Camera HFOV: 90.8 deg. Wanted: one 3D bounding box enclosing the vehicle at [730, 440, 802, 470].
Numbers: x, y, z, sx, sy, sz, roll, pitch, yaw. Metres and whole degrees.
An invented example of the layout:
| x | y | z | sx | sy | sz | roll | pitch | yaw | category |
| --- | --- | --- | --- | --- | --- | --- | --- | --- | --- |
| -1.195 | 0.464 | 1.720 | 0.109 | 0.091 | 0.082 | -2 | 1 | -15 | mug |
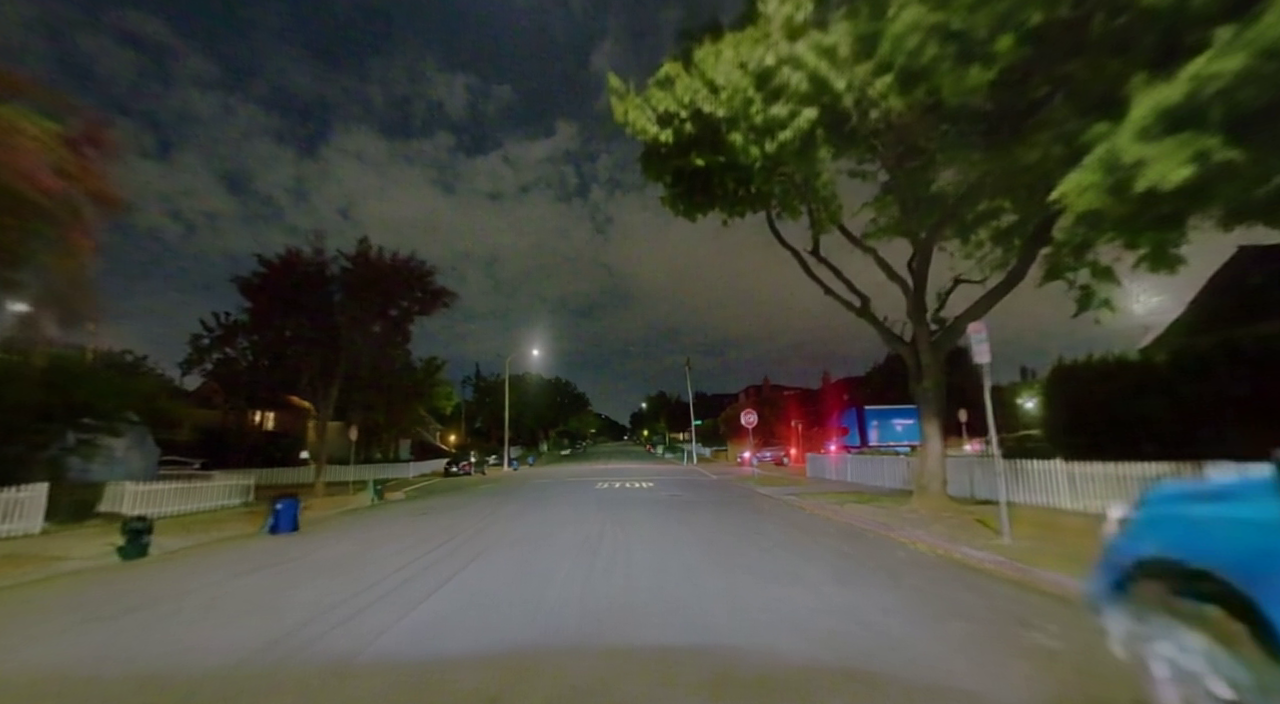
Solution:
| x | y | z | sx | sy | sz | roll | pitch | yaw | category |
| --- | --- | --- | --- | --- | --- | --- | --- | --- | --- |
| 7.530 | 6.191 | 38.123 | 3.867 | 1.710 | 2.107 | 0 | -9 | -1 | vehicle |

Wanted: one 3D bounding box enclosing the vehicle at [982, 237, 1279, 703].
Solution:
| x | y | z | sx | sy | sz | roll | pitch | yaw | category |
| --- | --- | --- | --- | --- | --- | --- | --- | --- | --- |
| 2.700 | 0.445 | 0.509 | 2.126 | 1.795 | 4.751 | 0 | -9 | 0 | vehicle |

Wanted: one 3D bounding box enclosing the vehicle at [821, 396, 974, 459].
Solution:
| x | y | z | sx | sy | sz | roll | pitch | yaw | category |
| --- | --- | --- | --- | --- | --- | --- | --- | --- | --- |
| 15.225 | 4.599 | 37.909 | 7.759 | 3.523 | 2.930 | -1 | -9 | 0 | vehicle |
